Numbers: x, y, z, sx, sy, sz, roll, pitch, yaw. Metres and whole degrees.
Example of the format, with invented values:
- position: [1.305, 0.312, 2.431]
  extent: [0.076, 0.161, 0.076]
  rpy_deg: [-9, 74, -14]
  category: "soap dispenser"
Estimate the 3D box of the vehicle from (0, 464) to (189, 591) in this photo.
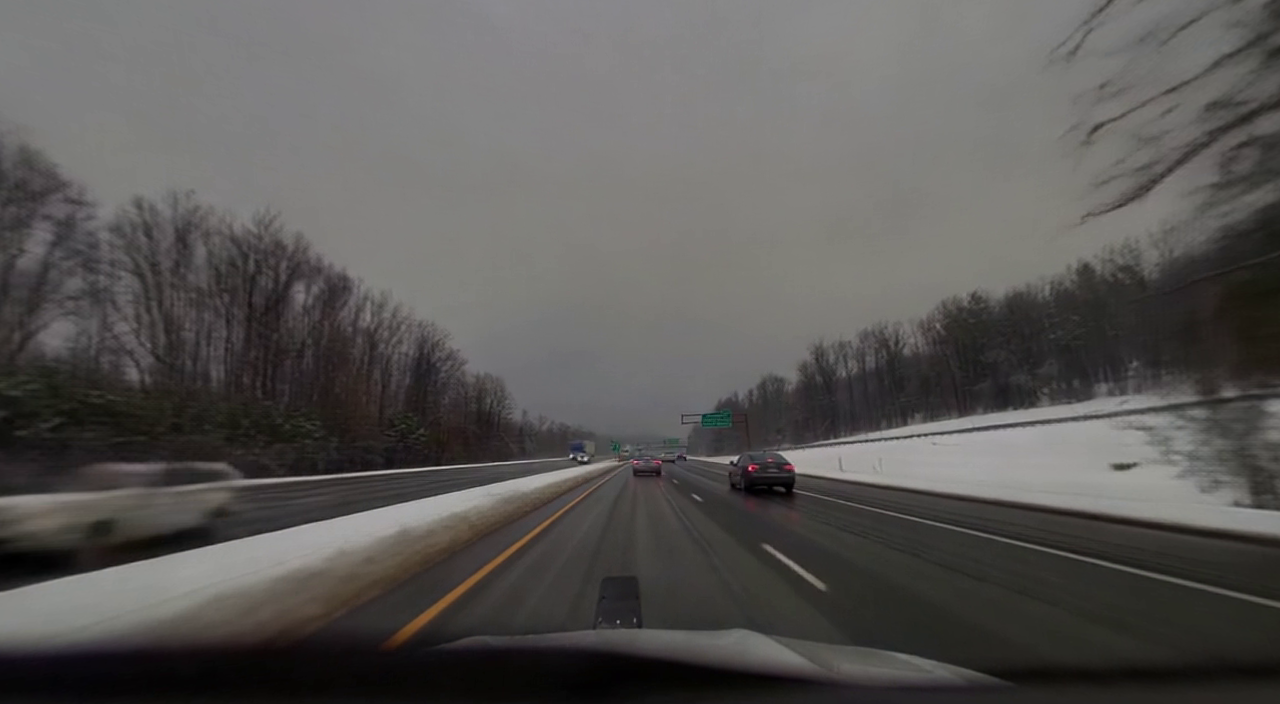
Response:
- position: [-8.867, 2.365, 8.728]
  extent: [1.839, 1.487, 4.458]
  rpy_deg: [0, -9, 0]
  category: "vehicle"

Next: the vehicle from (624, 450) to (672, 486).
- position: [0.364, 5.380, 29.495]
  extent: [2.070, 1.546, 4.648]
  rpy_deg: [0, -9, 1]
  category: "vehicle"

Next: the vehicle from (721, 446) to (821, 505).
- position: [3.845, 3.696, 19.176]
  extent: [2.119, 1.557, 4.163]
  rpy_deg: [0, -9, -1]
  category: "vehicle"
